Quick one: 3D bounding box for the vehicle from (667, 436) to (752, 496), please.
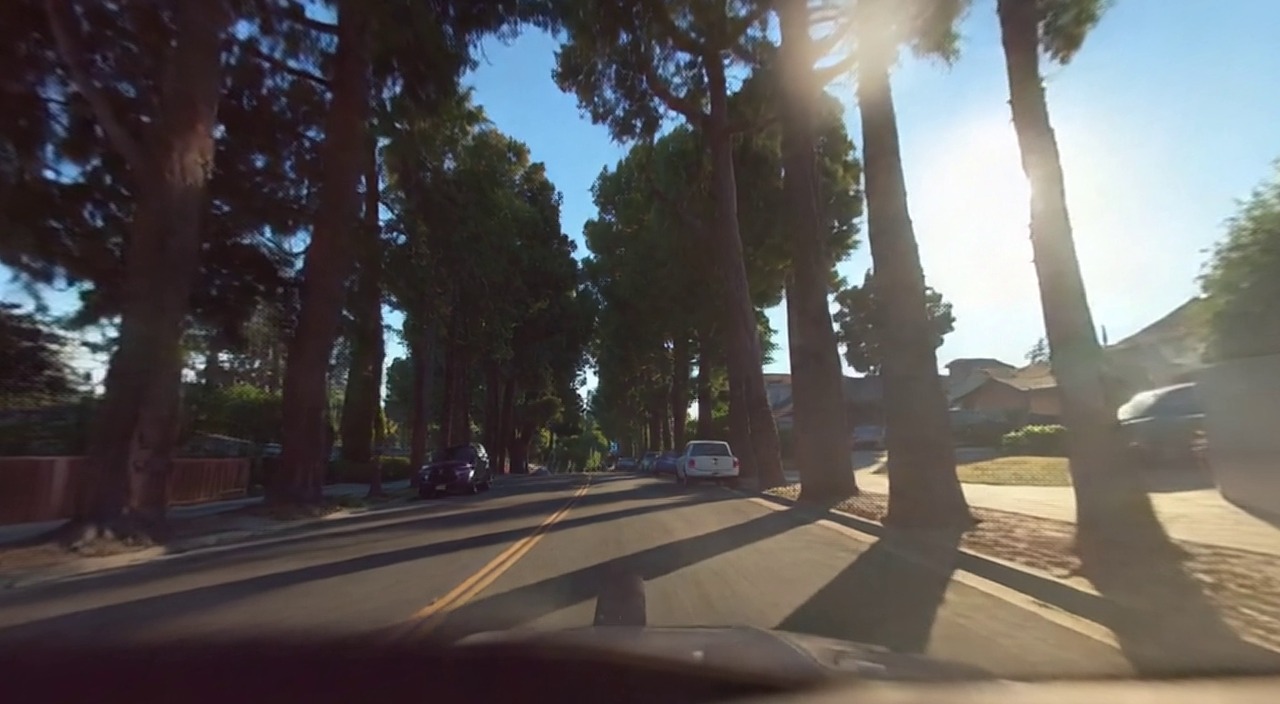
[{"bbox_3d":[2.271,3.908,22.108,2.229,1.826,4.611,0,-8,-3],"label":"vehicle"}]

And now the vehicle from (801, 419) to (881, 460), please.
[{"bbox_3d":[10.141,4.381,31.610,2.100,1.857,4.611,-7,-11,40],"label":"vehicle"}]

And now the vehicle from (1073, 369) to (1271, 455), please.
[{"bbox_3d":[12.124,1.555,14.848,1.880,1.626,4.495,-2,-10,18],"label":"vehicle"}]

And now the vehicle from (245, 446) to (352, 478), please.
[{"bbox_3d":[-17.093,5.502,31.696,4.527,1.466,1.880,-2,-9,13],"label":"vehicle"}]

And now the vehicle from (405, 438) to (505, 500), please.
[{"bbox_3d":[-6.031,3.816,21.229,2.155,1.729,4.799,-1,-7,-3],"label":"vehicle"}]

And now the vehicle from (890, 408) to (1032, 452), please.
[{"bbox_3d":[12.734,3.170,25.405,4.639,1.634,2.005,-2,-9,14],"label":"vehicle"}]
